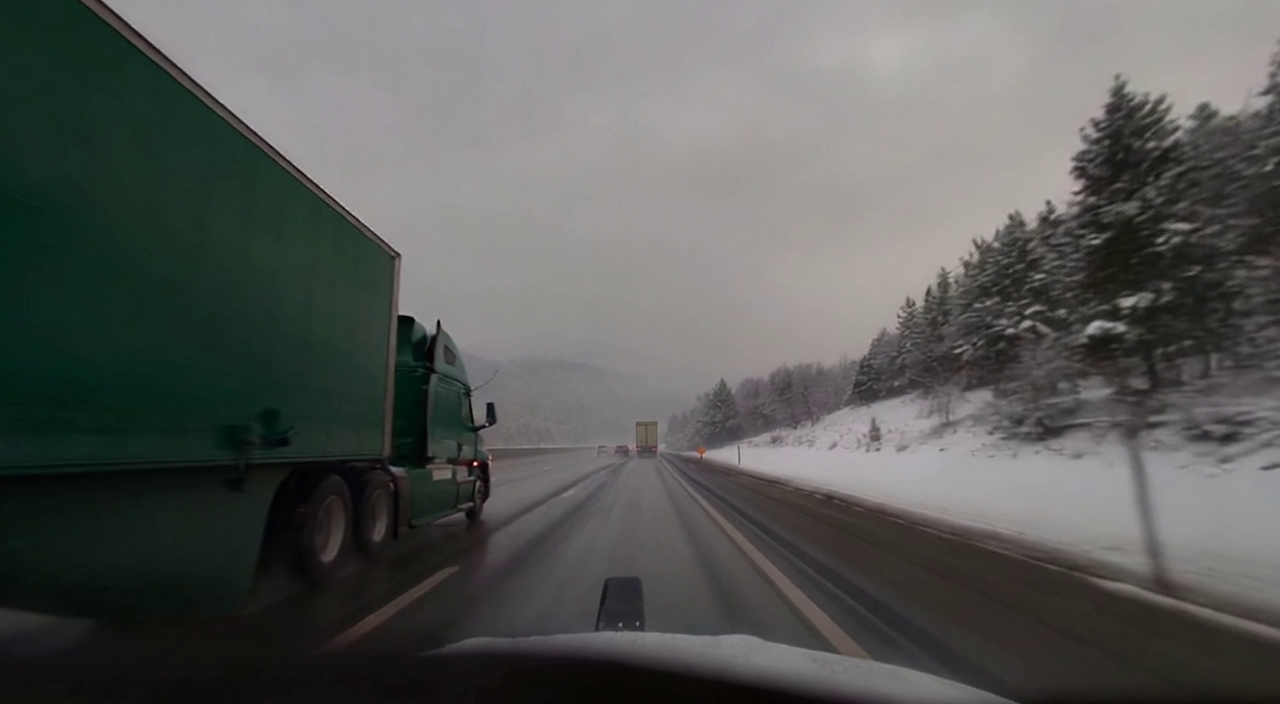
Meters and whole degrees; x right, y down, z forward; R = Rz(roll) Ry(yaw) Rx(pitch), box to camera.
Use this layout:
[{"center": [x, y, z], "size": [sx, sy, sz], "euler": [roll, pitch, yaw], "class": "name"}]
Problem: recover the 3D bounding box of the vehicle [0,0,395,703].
[{"center": [-3.730, -0.184, 0.551], "size": [2.789, 3.271, 10.894], "euler": [1, -9, -1], "class": "vehicle"}]
